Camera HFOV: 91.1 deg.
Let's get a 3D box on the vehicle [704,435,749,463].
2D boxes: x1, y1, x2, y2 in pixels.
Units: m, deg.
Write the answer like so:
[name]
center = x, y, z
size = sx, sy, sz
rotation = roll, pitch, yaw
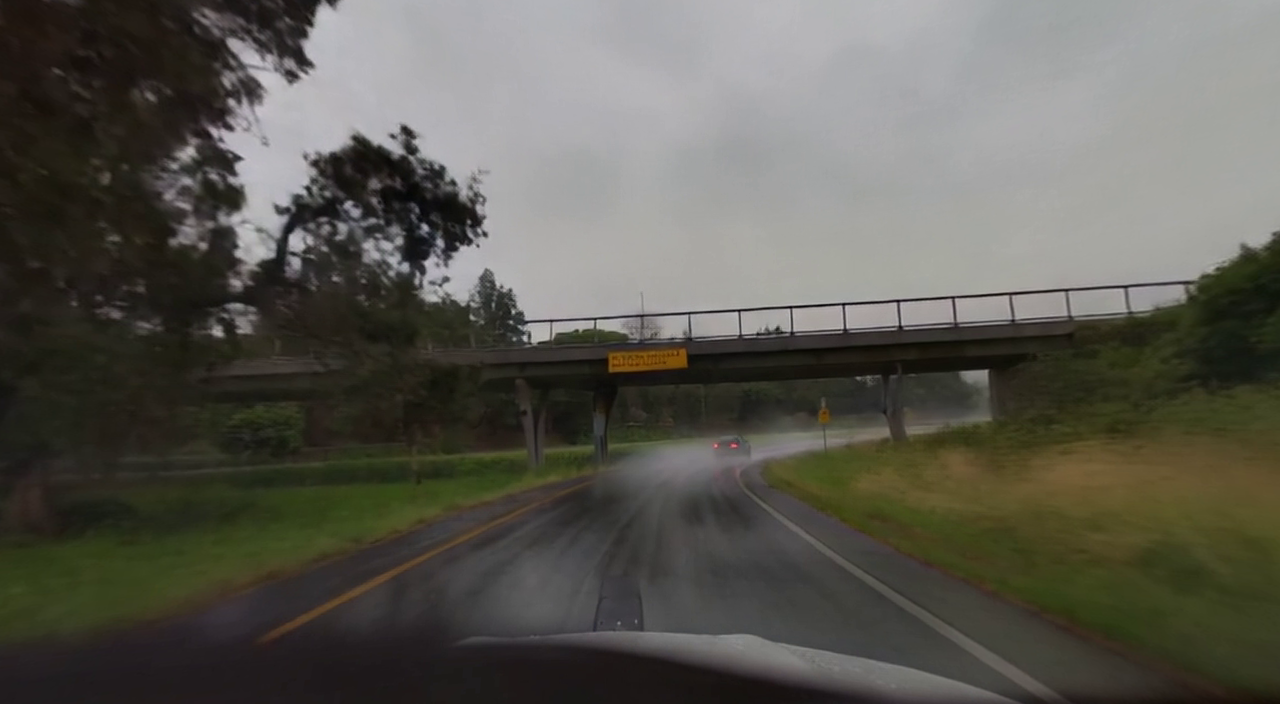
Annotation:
[vehicle]
center = 4.952, 5.483, 35.618
size = 1.980, 1.449, 3.650
rotation = -3, -9, 15
